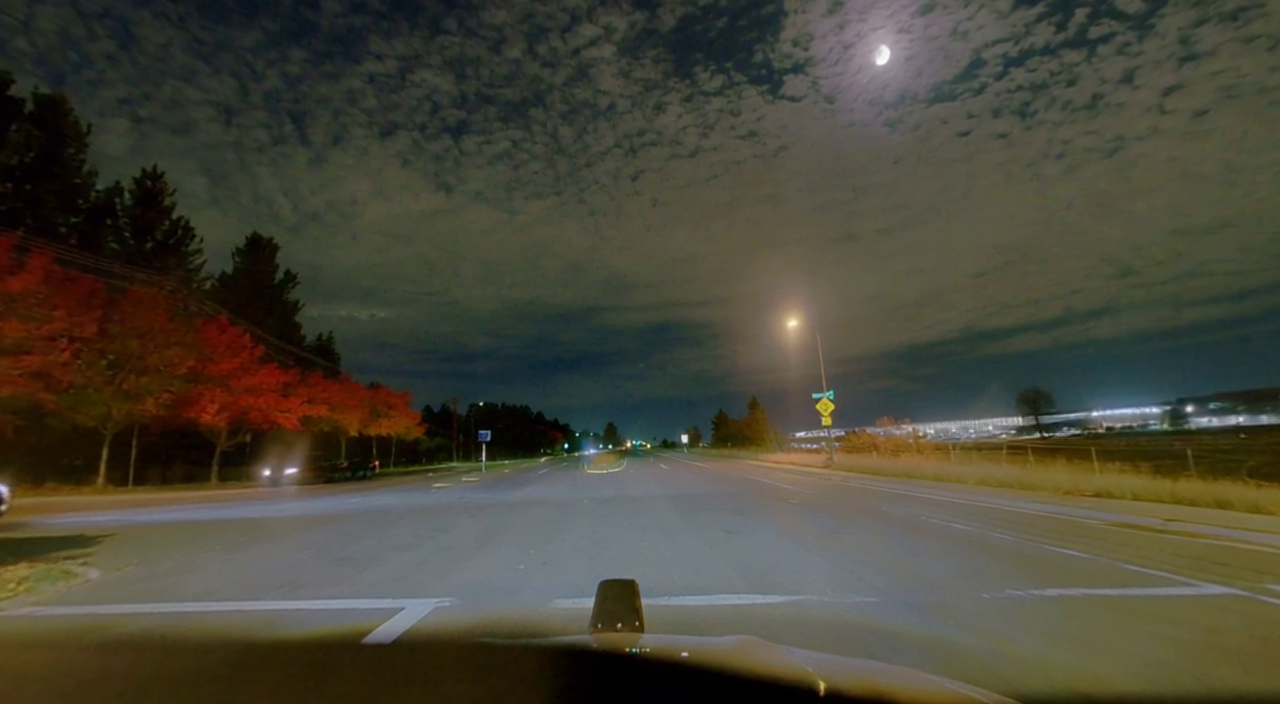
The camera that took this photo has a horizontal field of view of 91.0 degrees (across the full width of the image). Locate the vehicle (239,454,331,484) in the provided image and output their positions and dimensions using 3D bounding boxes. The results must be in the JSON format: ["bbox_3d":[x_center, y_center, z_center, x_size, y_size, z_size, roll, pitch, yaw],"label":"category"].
[{"bbox_3d":[-21.495,7.078,38.287,1.907,1.644,4.410,-5,-10,29],"label":"vehicle"}]

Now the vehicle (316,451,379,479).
[{"bbox_3d":[-19.474,7.509,42.049,1.902,1.720,3.248,-4,-10,25],"label":"vehicle"}]
